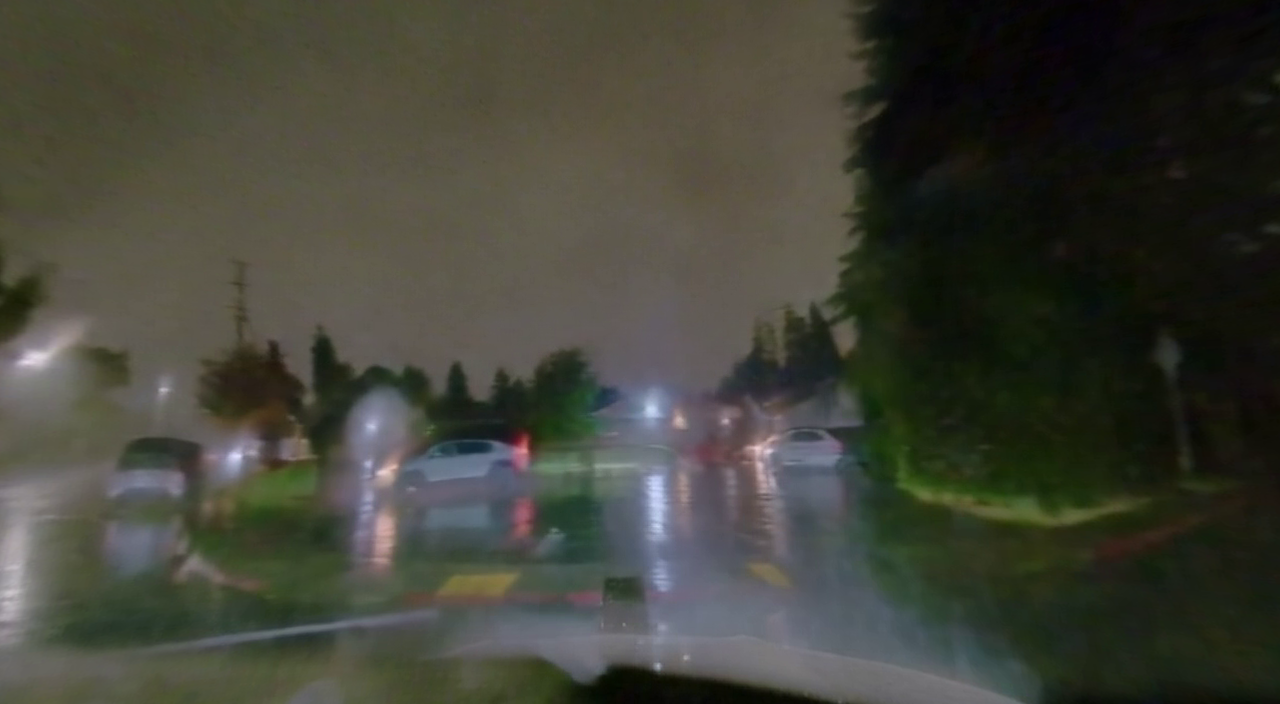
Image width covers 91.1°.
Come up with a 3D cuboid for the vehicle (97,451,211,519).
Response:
[{"bbox_3d":[-14.042,3.755,18.325,2.242,1.661,4.273,6,-10,-35],"label":"vehicle"}]

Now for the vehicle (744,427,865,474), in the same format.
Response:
[{"bbox_3d":[5.694,3.369,21.628,3.896,1.447,1.919,6,-9,-34],"label":"vehicle"}]

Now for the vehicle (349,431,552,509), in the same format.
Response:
[{"bbox_3d":[-4.796,2.920,16.127,4.595,1.620,1.984,3,-9,-33],"label":"vehicle"}]
